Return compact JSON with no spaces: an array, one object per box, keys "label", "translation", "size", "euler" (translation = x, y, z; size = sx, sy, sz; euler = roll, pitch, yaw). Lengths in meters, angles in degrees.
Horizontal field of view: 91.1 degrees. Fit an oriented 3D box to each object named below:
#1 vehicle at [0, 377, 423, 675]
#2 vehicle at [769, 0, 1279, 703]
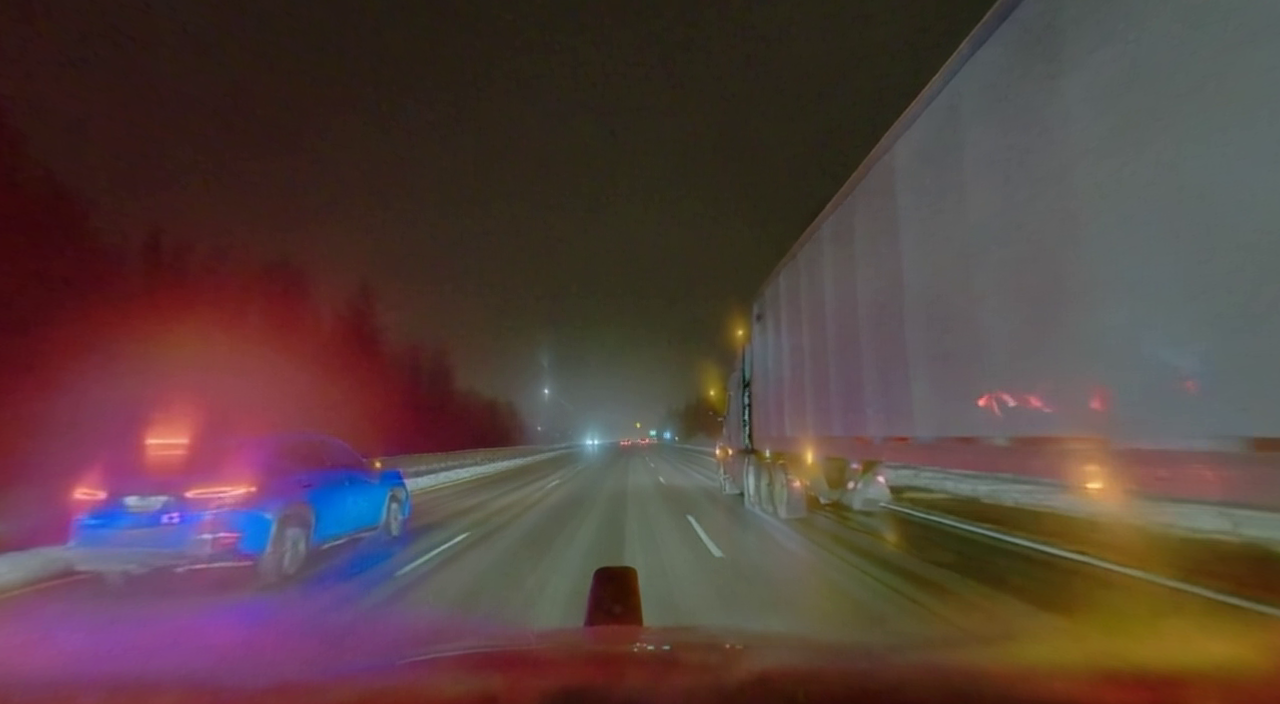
[{"label":"vehicle","translation":[-3.780,1.270,5.805],"size":[2.063,1.661,4.439],"euler":[0,-8,-2]},{"label":"vehicle","translation":[3.922,-0.244,5.131],"size":[2.850,3.894,13.987],"euler":[-1,-7,0]}]
